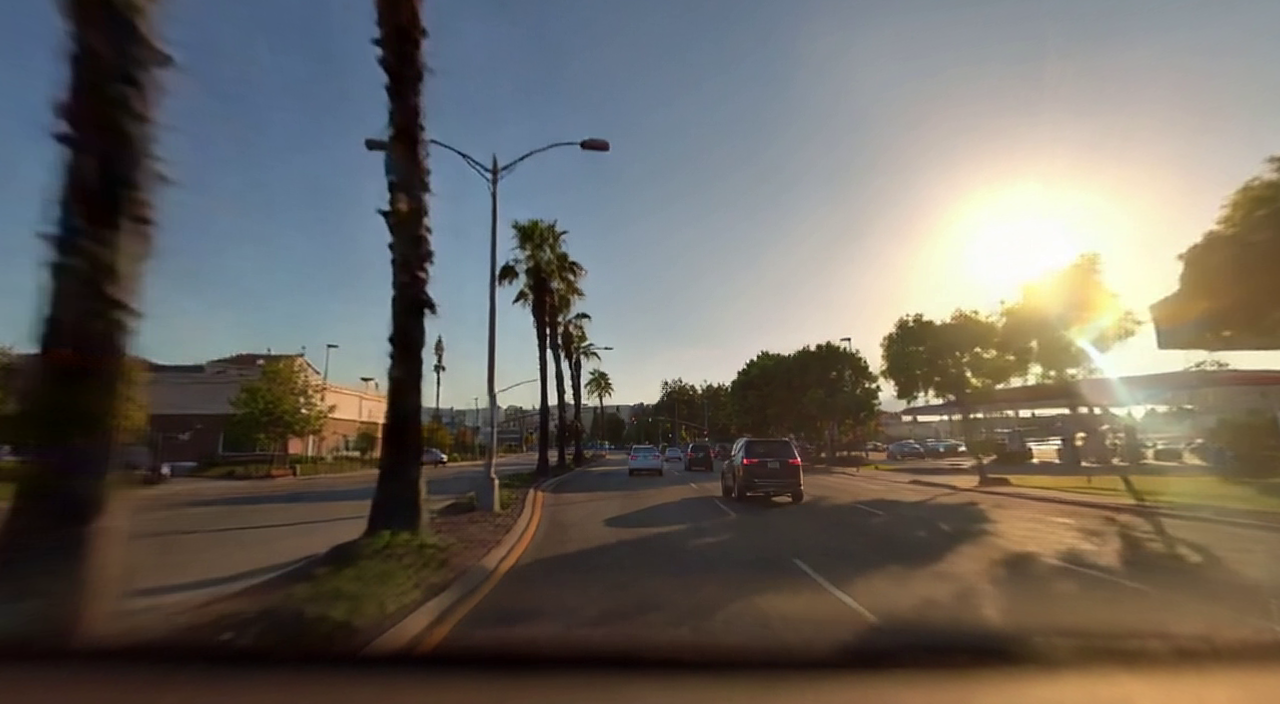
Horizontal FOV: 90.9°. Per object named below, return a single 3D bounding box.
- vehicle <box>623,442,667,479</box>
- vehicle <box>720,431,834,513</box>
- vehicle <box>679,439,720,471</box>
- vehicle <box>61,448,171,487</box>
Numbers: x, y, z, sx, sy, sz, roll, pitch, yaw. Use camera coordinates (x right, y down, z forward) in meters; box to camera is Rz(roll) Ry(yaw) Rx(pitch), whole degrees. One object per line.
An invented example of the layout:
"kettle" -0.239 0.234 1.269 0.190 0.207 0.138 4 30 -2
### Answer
"vehicle" 0.240 5.204 30.636 1.991 1.664 3.814 0 -8 0
"vehicle" 3.220 2.896 15.646 1.872 1.752 3.896 0 -8 -1
"vehicle" 3.853 6.749 41.426 2.154 1.975 4.634 0 -8 -1
"vehicle" -25.556 5.576 30.796 1.867 1.699 3.782 -8 -11 42
